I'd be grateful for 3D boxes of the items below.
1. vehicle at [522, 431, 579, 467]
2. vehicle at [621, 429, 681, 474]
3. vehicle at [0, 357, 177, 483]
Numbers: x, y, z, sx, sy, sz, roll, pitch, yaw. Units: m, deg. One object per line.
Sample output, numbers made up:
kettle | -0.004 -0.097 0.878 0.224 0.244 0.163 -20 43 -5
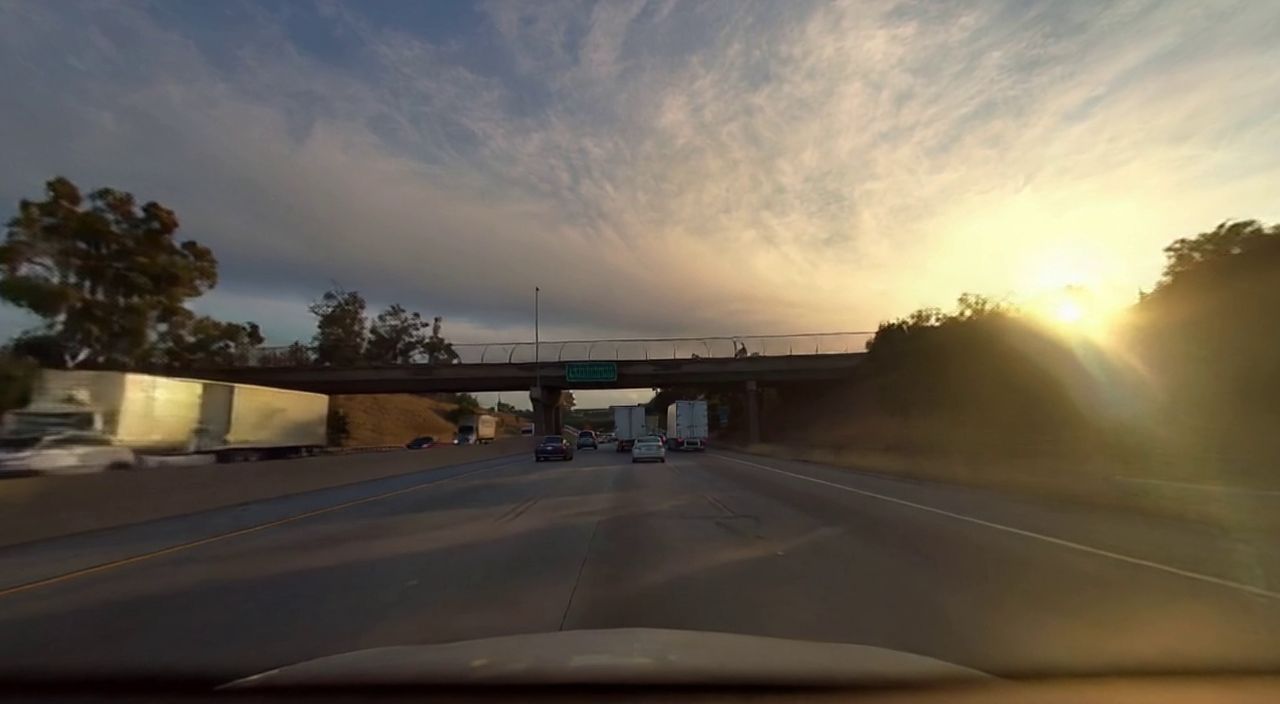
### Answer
vehicle | -3.991 4.394 28.797 1.979 1.527 4.754 0 -8 -1
vehicle | 0.339 3.692 23.616 2.059 1.522 3.693 0 -8 -2
vehicle | -20.979 2.567 23.079 3.051 3.954 6.368 0 -8 -1
